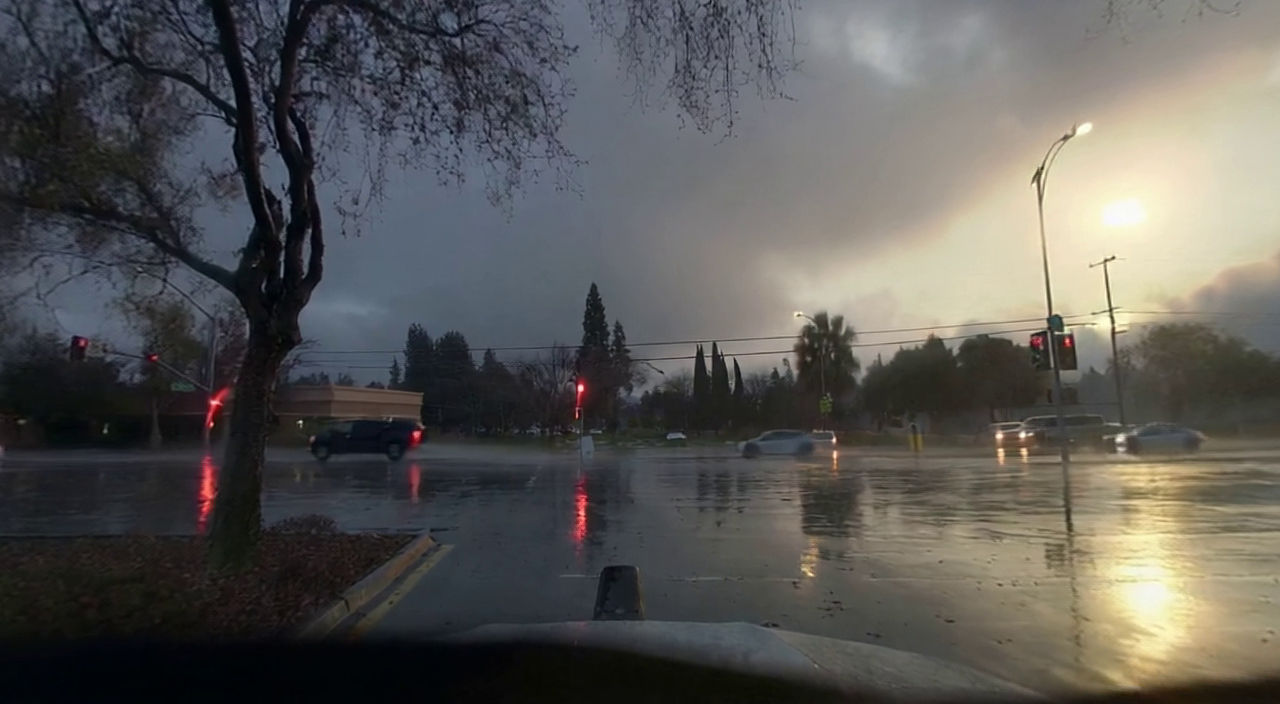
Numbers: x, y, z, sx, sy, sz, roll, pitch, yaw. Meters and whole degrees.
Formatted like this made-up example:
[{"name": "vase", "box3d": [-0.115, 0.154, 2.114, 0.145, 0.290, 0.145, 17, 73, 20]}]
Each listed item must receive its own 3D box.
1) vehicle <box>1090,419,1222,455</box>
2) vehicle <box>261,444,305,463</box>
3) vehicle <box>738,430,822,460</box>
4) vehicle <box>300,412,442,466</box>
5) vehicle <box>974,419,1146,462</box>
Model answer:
[{"name": "vehicle", "box3d": [25.496, 4.237, 31.383, 4.590, 1.701, 1.881, -2, -9, 11]}, {"name": "vehicle", "box3d": [-27.973, 7.917, 49.623, 2.235, 1.417, 4.272, 3, -9, -20]}, {"name": "vehicle", "box3d": [7.652, 5.141, 34.876, 4.370, 1.592, 1.886, -2, -9, 10]}, {"name": "vehicle", "box3d": [-16.771, 5.466, 39.602, 7.790, 3.197, 2.653, -2, -9, 10]}, {"name": "vehicle", "box3d": [15.066, 3.214, 22.924, 4.749, 1.461, 1.892, -1, -9, 9]}]
